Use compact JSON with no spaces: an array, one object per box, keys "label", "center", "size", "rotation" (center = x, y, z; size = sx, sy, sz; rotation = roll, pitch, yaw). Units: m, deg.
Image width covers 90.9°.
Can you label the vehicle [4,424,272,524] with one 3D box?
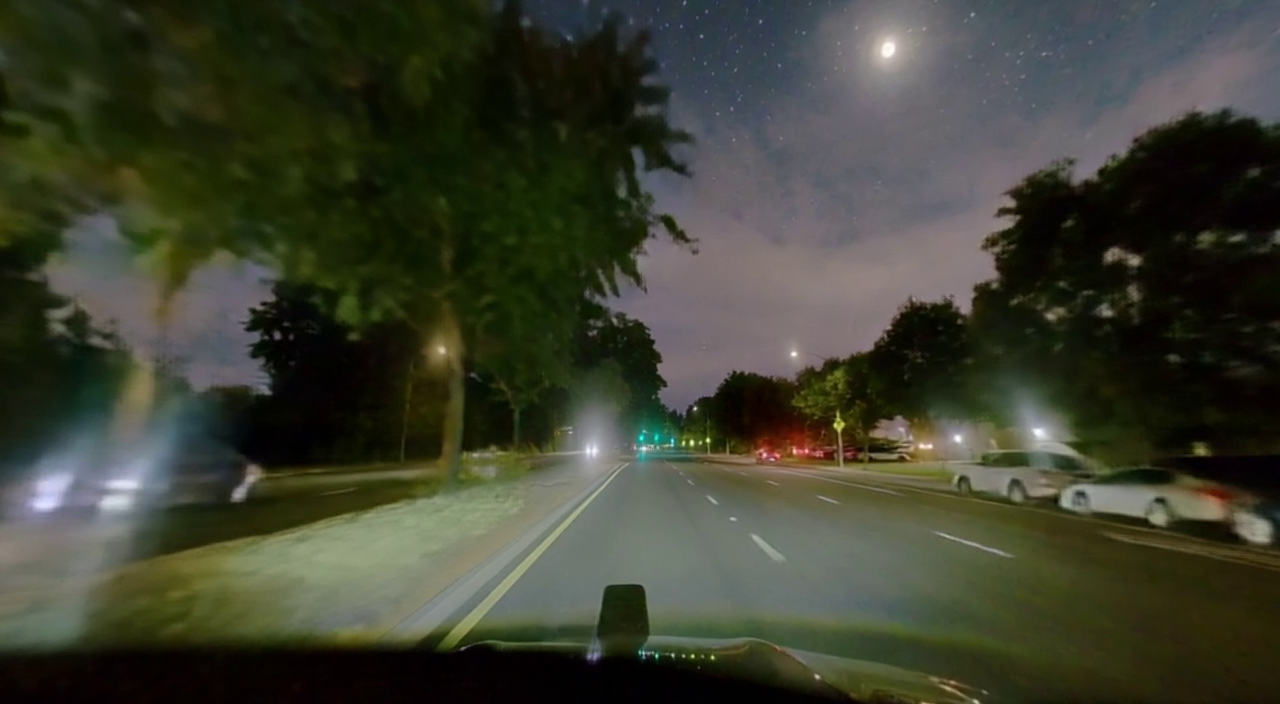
[{"label":"vehicle","center":[-11.086,2.698,14.574],"size":[2.176,1.896,4.800],"rotation":[0,-8,0]}]

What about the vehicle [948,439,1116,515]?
[{"label":"vehicle","center":[11.762,3.724,19.423],"size":[2.178,1.858,4.726],"rotation":[4,-8,0]}]

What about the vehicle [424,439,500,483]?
[{"label":"vehicle","center":[-7.181,4.429,25.898],"size":[1.934,1.619,3.991],"rotation":[0,-8,0]}]

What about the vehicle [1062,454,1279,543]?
[{"label":"vehicle","center":[11.542,3.020,13.621],"size":[1.869,1.522,4.295],"rotation":[0,-8,1]}]
